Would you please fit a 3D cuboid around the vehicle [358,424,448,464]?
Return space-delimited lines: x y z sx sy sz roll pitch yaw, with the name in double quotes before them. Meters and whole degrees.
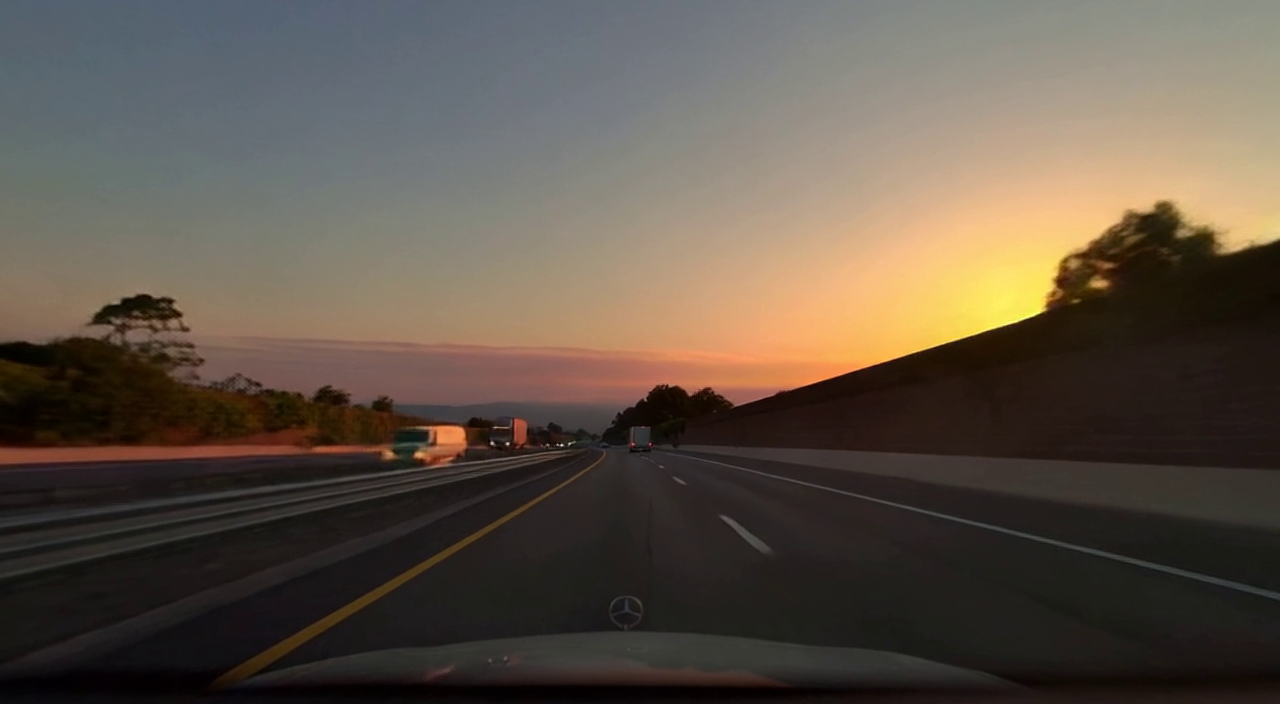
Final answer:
"vehicle" -10.375 4.096 27.919 2.054 1.626 4.802 0 -9 1
